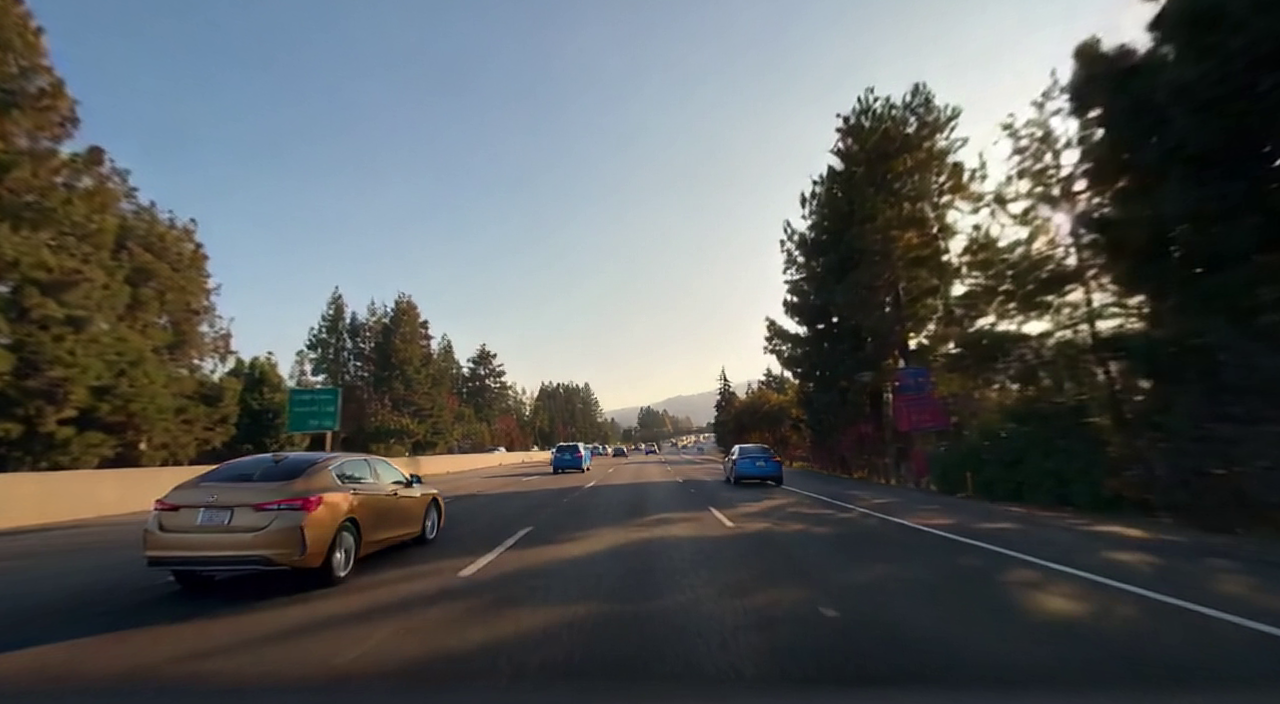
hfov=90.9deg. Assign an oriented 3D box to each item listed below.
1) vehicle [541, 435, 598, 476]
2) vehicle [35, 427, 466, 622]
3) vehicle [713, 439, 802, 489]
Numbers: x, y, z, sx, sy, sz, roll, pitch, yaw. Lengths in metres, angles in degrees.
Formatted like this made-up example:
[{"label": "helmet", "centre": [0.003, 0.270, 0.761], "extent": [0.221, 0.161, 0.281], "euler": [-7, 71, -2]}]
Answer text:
[{"label": "vehicle", "centre": [-3.366, 5.053, 30.932], "extent": [2.122, 1.847, 4.696], "euler": [0, -9, 1]}, {"label": "vehicle", "centre": [-3.614, 1.659, 7.118], "extent": [1.948, 1.475, 4.461], "euler": [0, -9, 1]}, {"label": "vehicle", "centre": [3.799, 3.734, 21.310], "extent": [2.100, 1.472, 4.533], "euler": [0, -9, -1]}]
